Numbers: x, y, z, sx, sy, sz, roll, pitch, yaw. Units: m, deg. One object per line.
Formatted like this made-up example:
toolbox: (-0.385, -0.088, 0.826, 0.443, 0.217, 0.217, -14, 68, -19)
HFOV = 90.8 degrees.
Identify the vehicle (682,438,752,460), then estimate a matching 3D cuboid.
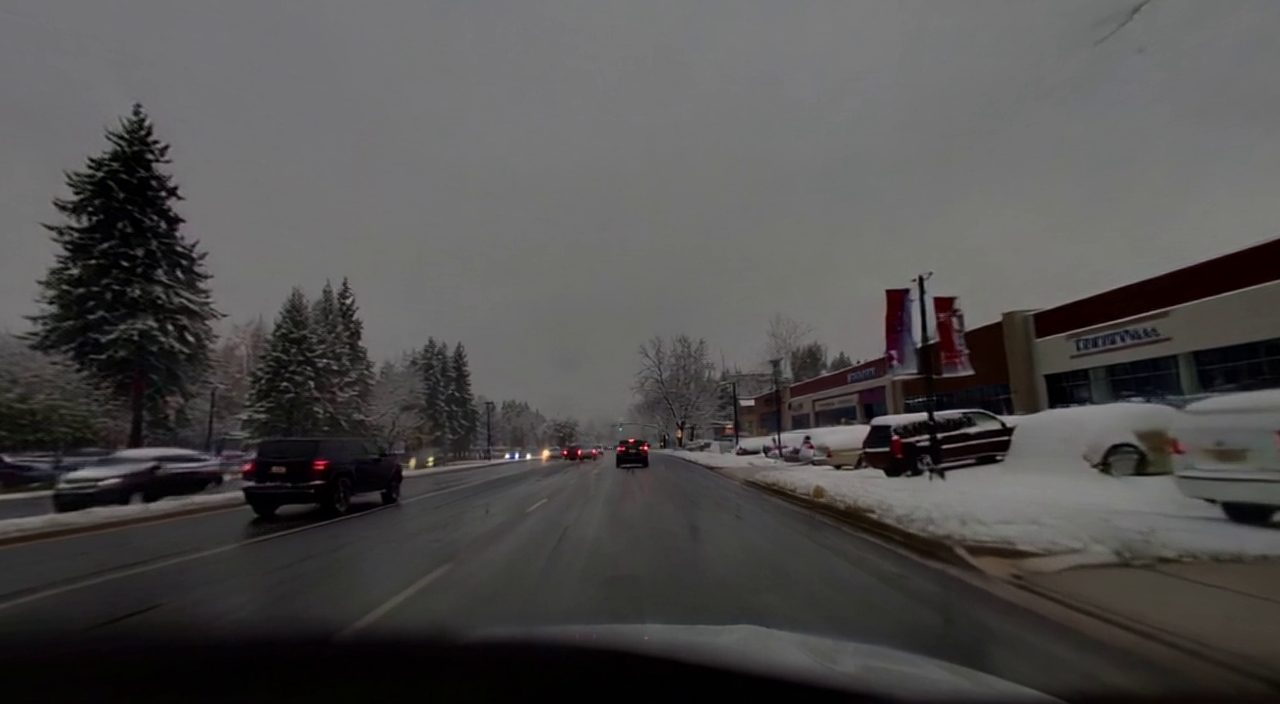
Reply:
vehicle: (5.485, 6.922, 45.186, 4.619, 1.523, 1.873, 2, -9, -14)

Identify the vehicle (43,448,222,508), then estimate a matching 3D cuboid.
vehicle: (-16.375, 4.036, 20.808, 2.127, 1.716, 4.548, 0, -9, -1)

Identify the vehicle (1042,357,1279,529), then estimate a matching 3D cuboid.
vehicle: (9.276, 1.197, 8.604, 5.976, 1.994, 2.295, 0, -8, 0)

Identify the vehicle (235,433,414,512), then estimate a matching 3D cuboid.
vehicle: (-7.508, 2.887, 15.717, 2.038, 1.649, 4.665, 0, -9, 0)

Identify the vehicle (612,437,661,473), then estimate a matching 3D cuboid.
vehicle: (-0.196, 4.565, 28.152, 2.061, 1.469, 3.954, 0, -9, -1)
